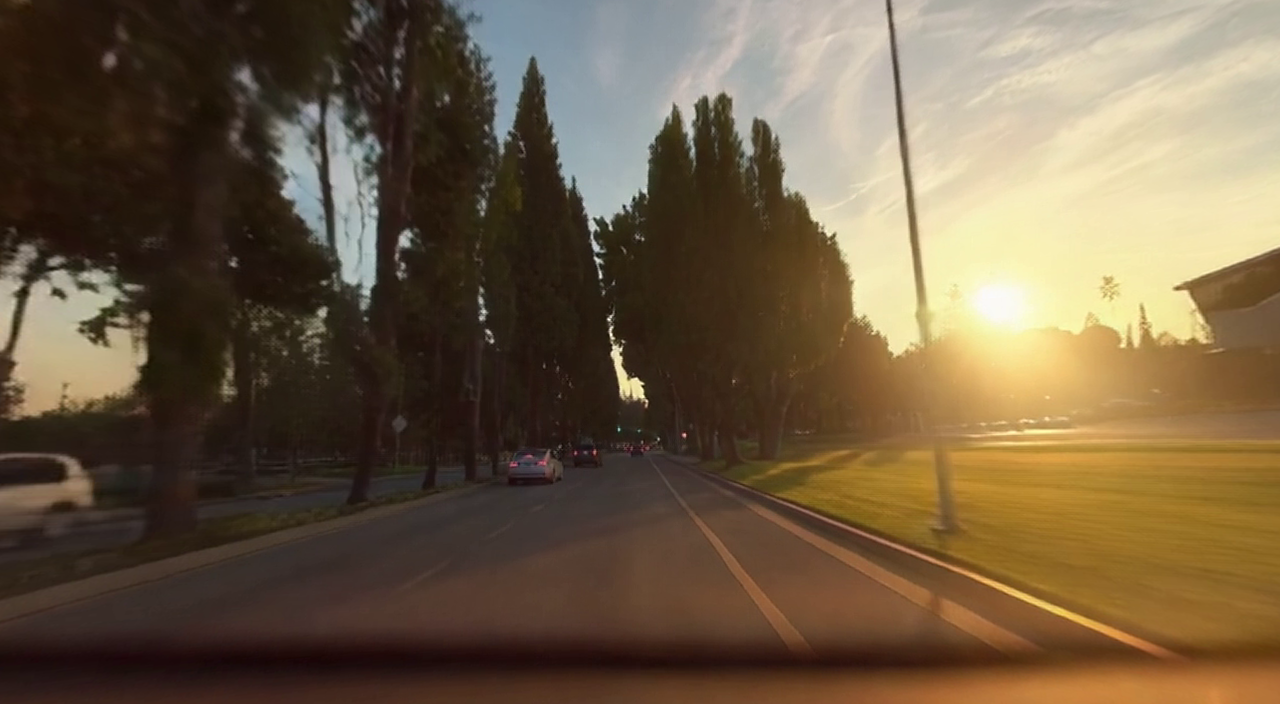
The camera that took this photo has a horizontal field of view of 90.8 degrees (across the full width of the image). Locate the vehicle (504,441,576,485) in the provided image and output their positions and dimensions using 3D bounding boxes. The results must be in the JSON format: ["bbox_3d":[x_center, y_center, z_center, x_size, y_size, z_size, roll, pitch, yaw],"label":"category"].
[{"bbox_3d":[-3.586,4.048,23.399,1.932,1.431,4.144,-1,-8,1],"label":"vehicle"}]

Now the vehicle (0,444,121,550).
[{"bbox_3d":[-11.670,2.357,10.091,2.109,1.729,5.492,0,-8,0],"label":"vehicle"}]
